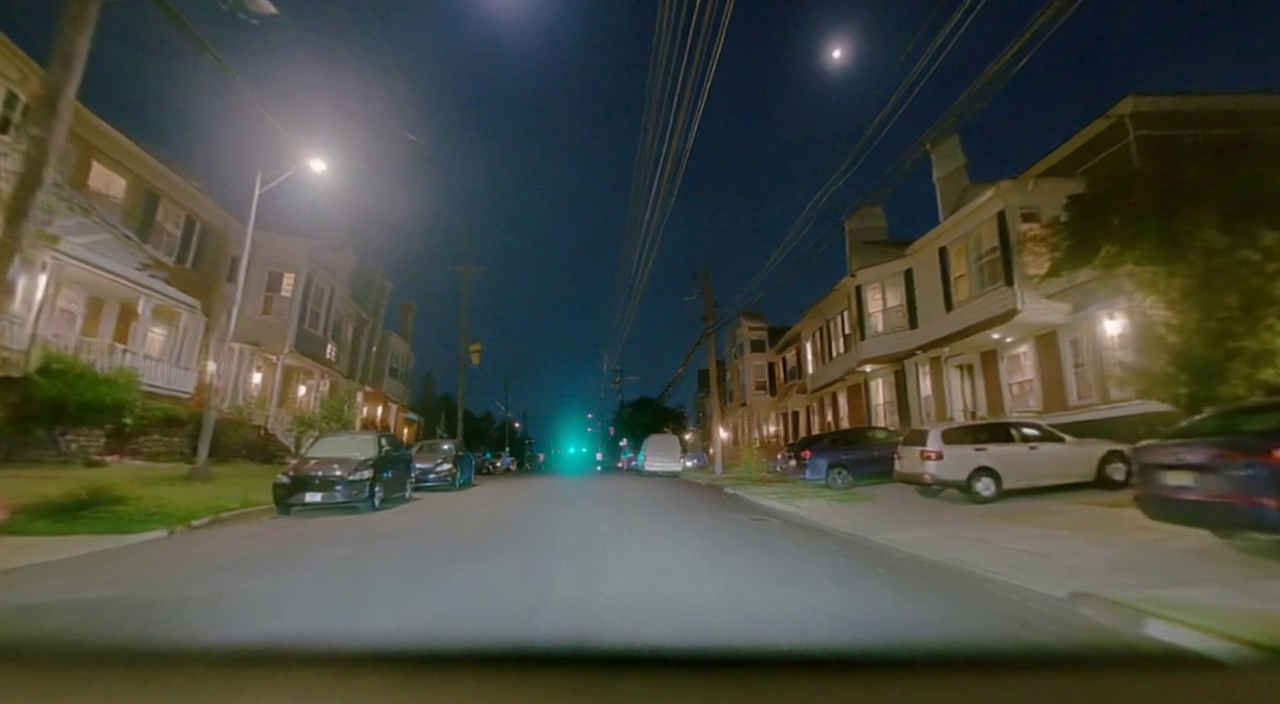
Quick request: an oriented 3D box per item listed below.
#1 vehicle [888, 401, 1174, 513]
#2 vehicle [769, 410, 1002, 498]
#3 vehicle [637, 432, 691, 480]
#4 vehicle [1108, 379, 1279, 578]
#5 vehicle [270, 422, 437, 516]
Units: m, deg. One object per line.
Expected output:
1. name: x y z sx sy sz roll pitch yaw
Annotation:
1. vehicle: 7.542 2.038 12.494 4.315 1.736 1.950 -3 -8 -6
2. vehicle: 6.781 2.856 17.887 5.615 1.787 2.014 -5 -8 -3
3. vehicle: 1.179 5.385 32.948 2.343 2.229 4.199 3 -9 -3
4. vehicle: 7.722 1.170 6.350 4.316 1.730 2.166 -1 -8 -5
5. vehicle: -5.795 2.354 13.386 1.967 1.656 3.924 1 -7 -5
